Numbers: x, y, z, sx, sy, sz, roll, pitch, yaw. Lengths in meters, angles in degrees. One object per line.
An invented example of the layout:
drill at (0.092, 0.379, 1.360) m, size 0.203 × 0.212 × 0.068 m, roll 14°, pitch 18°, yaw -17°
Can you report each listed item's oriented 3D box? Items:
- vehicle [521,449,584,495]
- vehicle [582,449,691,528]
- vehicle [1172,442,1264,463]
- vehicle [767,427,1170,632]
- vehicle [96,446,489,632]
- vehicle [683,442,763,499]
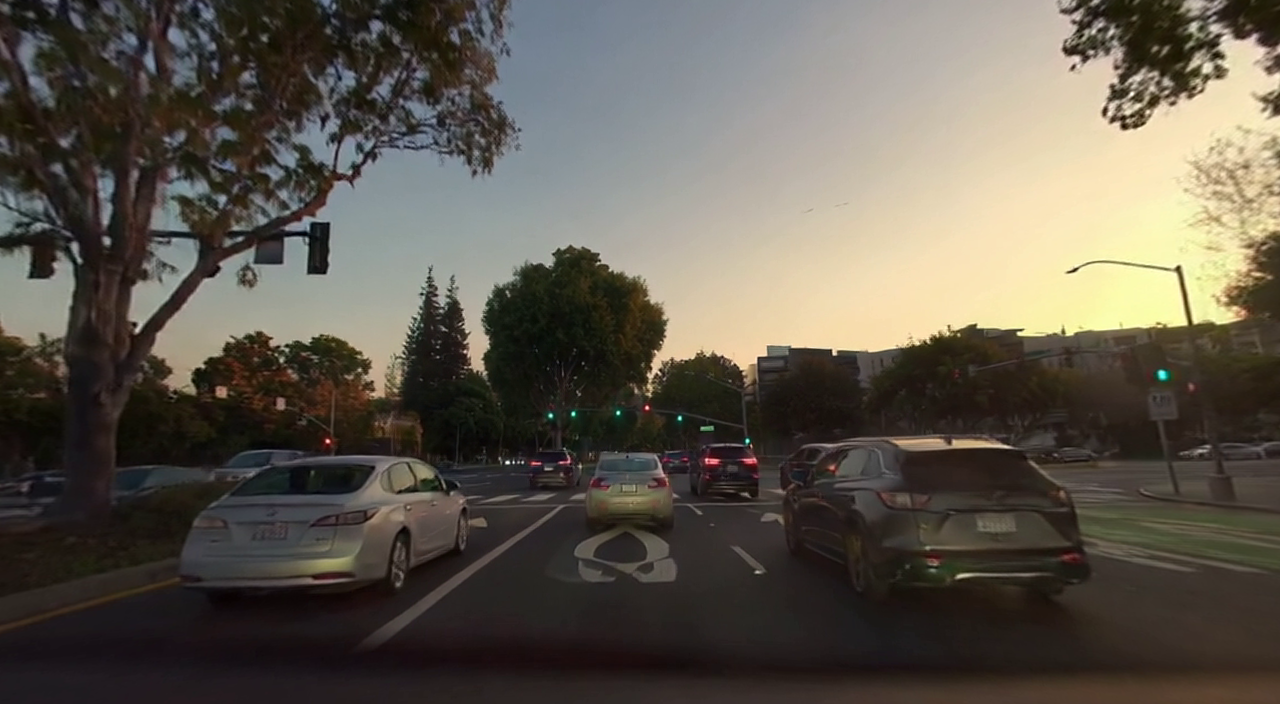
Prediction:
vehicle at (-3.571, 4.964, 26.498) m, size 2.033 × 1.714 × 4.278 m, roll 0°, pitch -8°, yaw 0°
vehicle at (-0.107, 2.941, 14.211) m, size 2.098 × 1.461 × 3.958 m, roll 0°, pitch -8°, yaw -1°
vehicle at (40.013, 6.947, 43.808) m, size 4.644 × 1.430 × 1.781 m, roll 0°, pitch -9°, yaw -1°
vehicle at (3.061, 1.745, 7.431) m, size 1.996 × 1.566 × 4.917 m, roll 0°, pitch -8°, yaw -1°
vehicle at (-3.329, 1.836, 7.371) m, size 2.045 × 1.463 × 4.490 m, roll 0°, pitch -8°, yaw 0°
vehicle at (2.805, 4.122, 22.490) m, size 2.138 × 1.778 × 4.422 m, roll 0°, pitch -8°, yaw -1°
